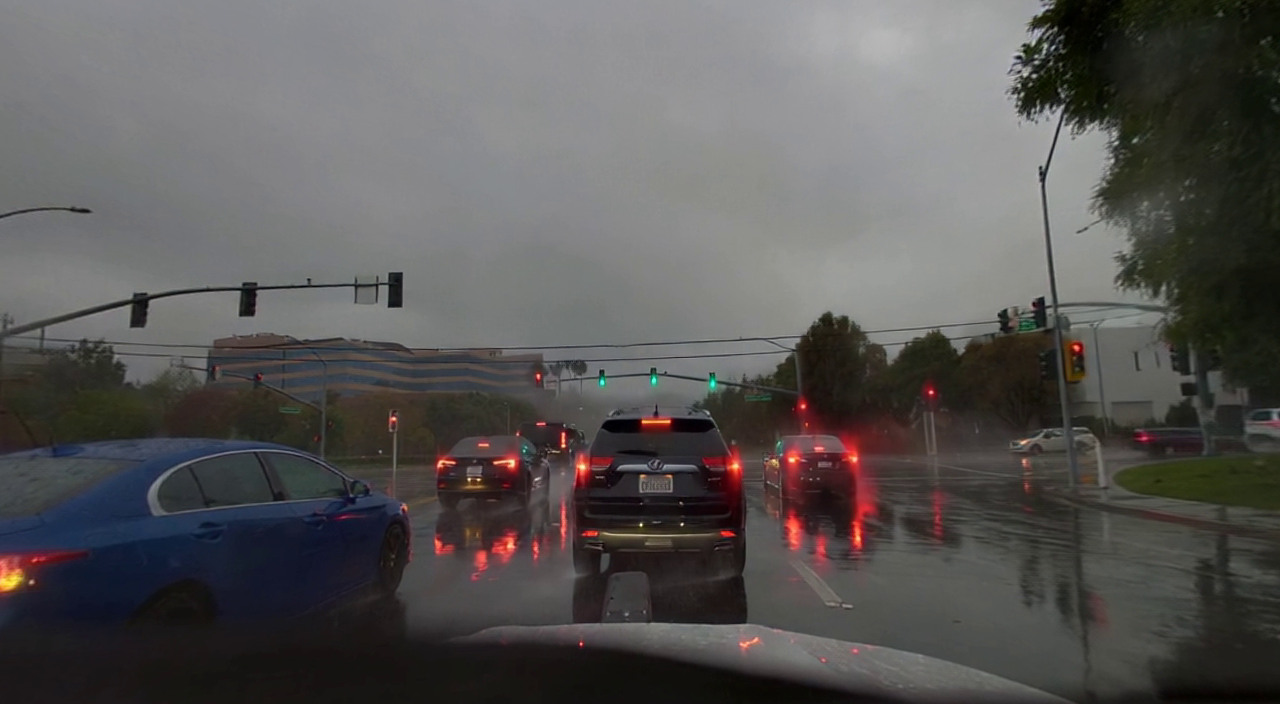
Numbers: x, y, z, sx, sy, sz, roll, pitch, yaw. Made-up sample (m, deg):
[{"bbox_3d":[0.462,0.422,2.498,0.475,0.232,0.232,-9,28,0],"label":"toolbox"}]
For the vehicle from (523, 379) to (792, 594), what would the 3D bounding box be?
[{"bbox_3d":[0.204,1.466,7.659,2.300,1.832,4.331,0,-8,1],"label":"vehicle"}]

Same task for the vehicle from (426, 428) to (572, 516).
[{"bbox_3d":[-2.689,2.389,13.059,1.851,1.502,4.042,0,-8,4],"label":"vehicle"}]

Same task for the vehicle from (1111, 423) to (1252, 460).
[{"bbox_3d":[23.846,3.965,27.950,4.026,1.573,2.271,-1,-8,7],"label":"vehicle"}]

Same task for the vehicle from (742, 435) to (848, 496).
[{"bbox_3d":[4.096,3.059,17.348,1.979,1.453,4.011,0,-8,1],"label":"vehicle"}]

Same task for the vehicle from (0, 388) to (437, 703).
[{"bbox_3d":[-3.226,1.195,4.402,1.958,1.494,4.624,0,-8,2],"label":"vehicle"}]
